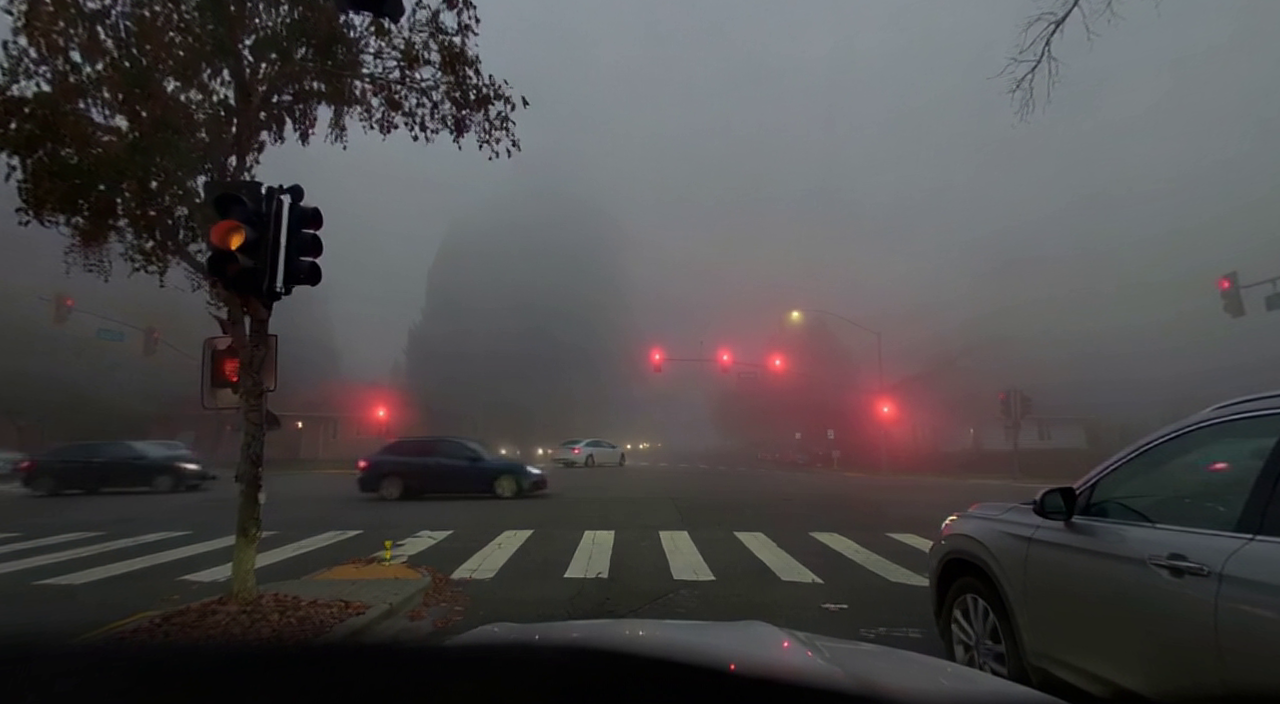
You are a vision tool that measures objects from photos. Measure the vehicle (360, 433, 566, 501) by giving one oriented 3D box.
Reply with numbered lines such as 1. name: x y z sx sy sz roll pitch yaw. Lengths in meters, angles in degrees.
1. vehicle: -4.375 2.914 16.234 4.680 1.620 1.943 0 -8 0

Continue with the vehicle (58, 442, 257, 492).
1. vehicle: -14.875 3.545 19.679 4.561 1.468 1.921 0 -8 0

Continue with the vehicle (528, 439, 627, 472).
1. vehicle: -3.024 5.114 31.471 4.689 1.490 1.920 8 -11 -42

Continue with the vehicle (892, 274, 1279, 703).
1. vehicle: 2.716 0.716 1.702 2.085 1.800 4.908 0 -9 1
